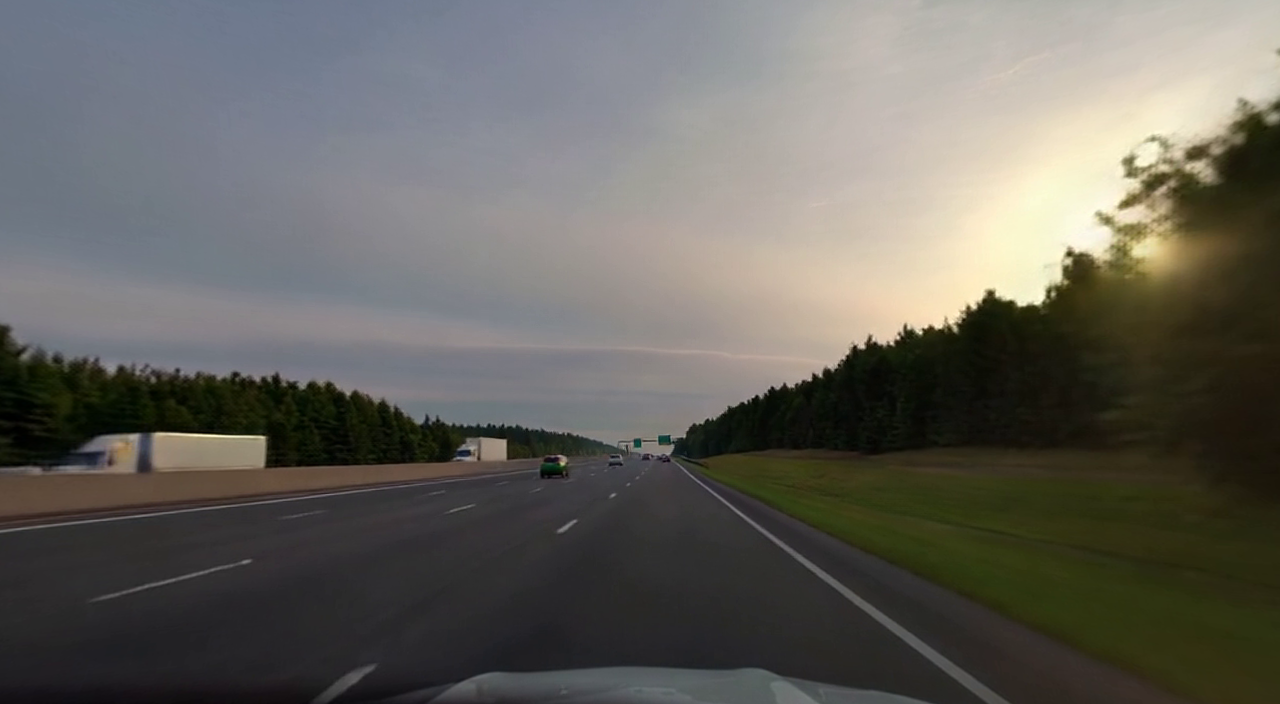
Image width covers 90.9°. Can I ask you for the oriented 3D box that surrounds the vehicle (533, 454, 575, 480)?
[{"bbox_3d":[-5.617,7.557,41.726,1.996,1.579,4.439,-1,-9,3],"label":"vehicle"}]

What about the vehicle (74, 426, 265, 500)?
[{"bbox_3d":[-26.961,6.436,37.210,2.951,3.729,10.497,0,-9,1],"label":"vehicle"}]
